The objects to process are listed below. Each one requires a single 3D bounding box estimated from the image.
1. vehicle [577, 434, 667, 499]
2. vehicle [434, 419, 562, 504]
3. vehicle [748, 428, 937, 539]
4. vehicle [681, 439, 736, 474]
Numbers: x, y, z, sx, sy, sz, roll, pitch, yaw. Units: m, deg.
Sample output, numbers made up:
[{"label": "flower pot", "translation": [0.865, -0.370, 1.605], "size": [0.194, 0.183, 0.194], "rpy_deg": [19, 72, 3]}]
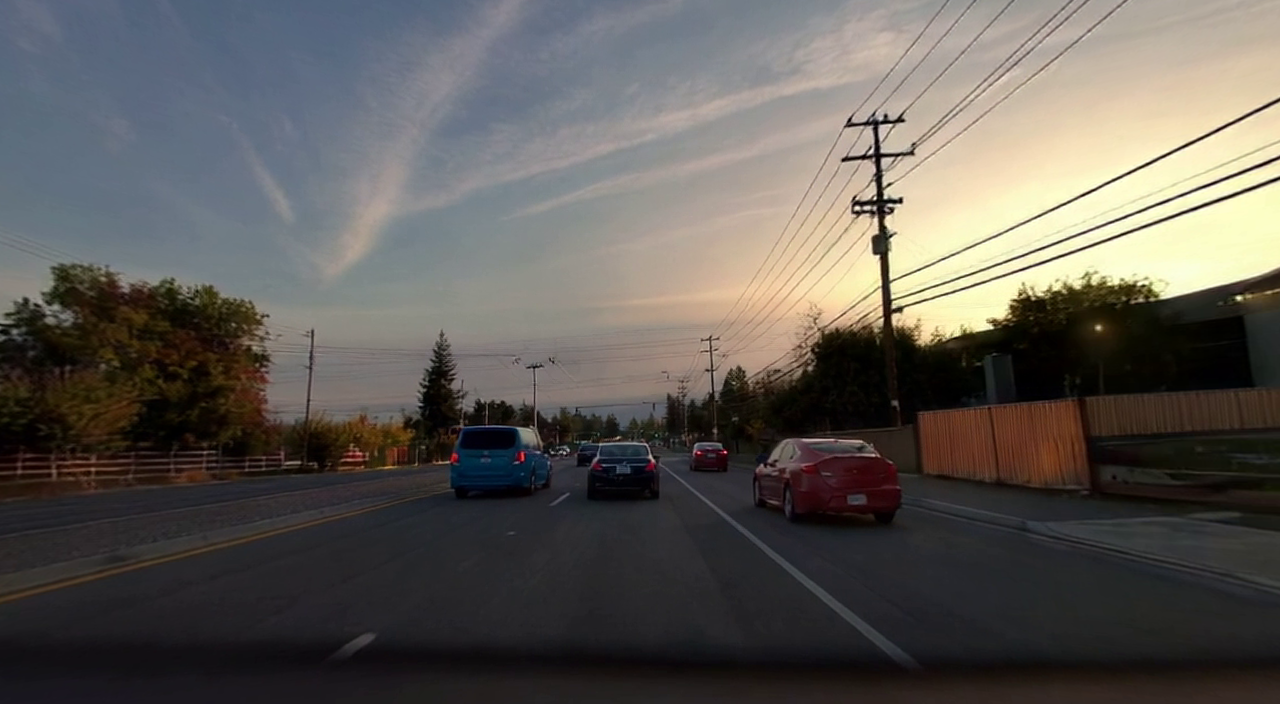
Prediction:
[{"label": "vehicle", "translation": [-0.418, 2.997, 16.853], "size": [2.097, 1.511, 3.809], "rpy_deg": [0, -9, 0]}, {"label": "vehicle", "translation": [-3.369, 2.735, 16.135], "size": [2.092, 1.839, 4.736], "rpy_deg": [0, -9, 1]}, {"label": "vehicle", "translation": [3.153, 2.116, 10.728], "size": [1.880, 1.521, 3.724], "rpy_deg": [0, -9, -1]}, {"label": "vehicle", "translation": [3.078, 4.820, 29.280], "size": [1.878, 1.479, 4.461], "rpy_deg": [0, -9, -2]}]
